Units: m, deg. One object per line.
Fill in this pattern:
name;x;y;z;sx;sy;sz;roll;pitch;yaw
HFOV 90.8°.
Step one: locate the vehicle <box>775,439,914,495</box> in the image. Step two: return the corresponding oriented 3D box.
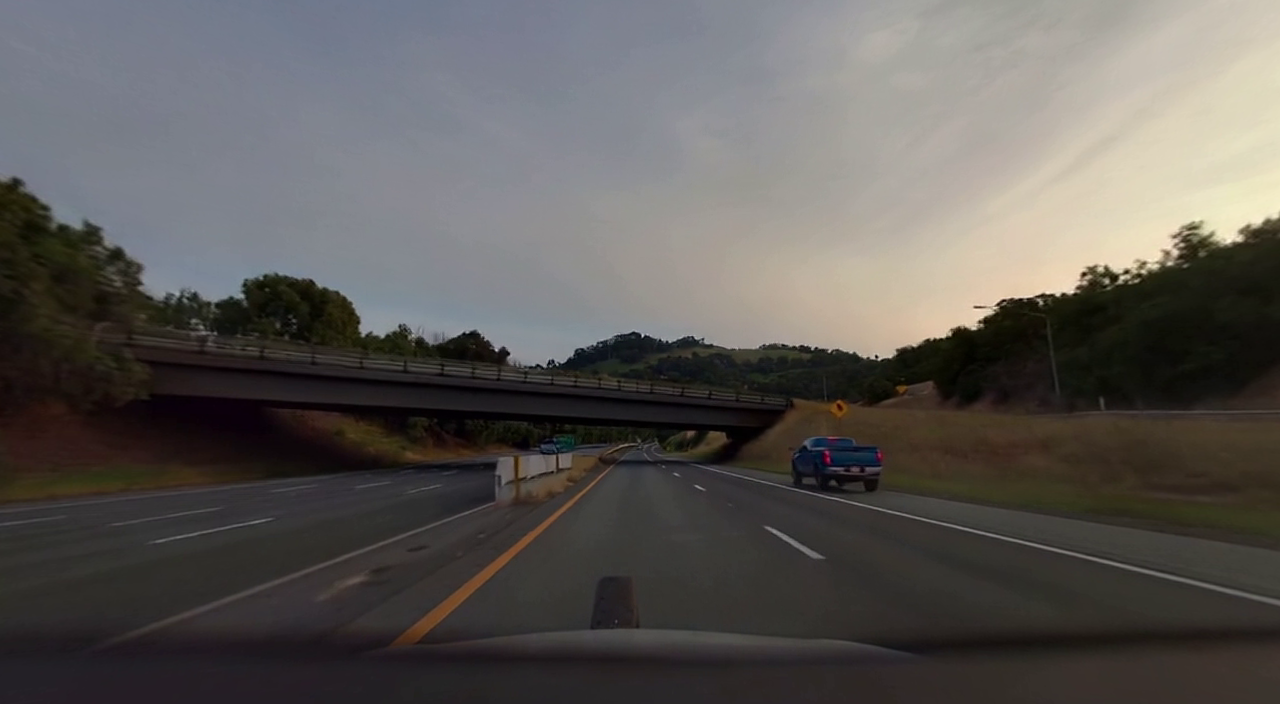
vehicle;7.017;4.068;22.848;2.406;1.702;6.765;1;-9;-4
